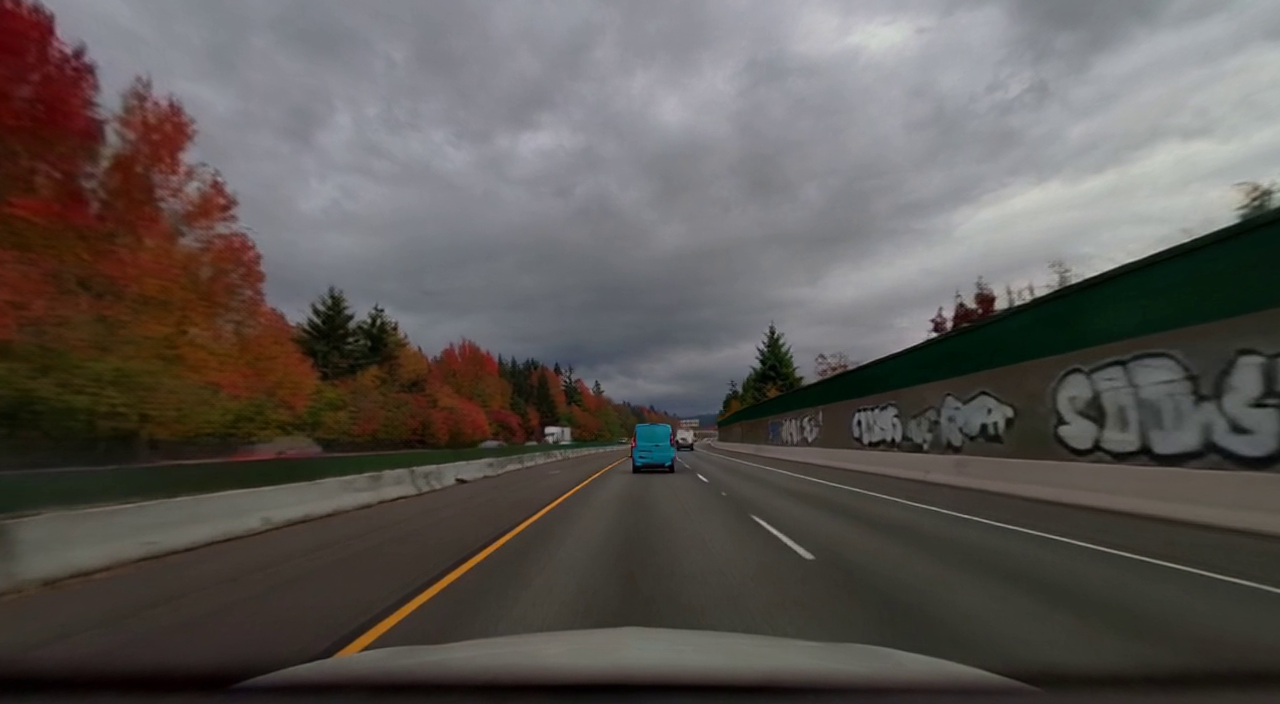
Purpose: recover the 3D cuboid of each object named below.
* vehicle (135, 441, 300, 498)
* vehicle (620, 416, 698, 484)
[{"bbox_3d":[-12.646,3.510,19.257,1.956,1.510,4.329,0,-8,1],"label":"vehicle"},{"bbox_3d":[0.547,3.192,20.650,2.283,1.956,4.421,0,-8,0],"label":"vehicle"}]
